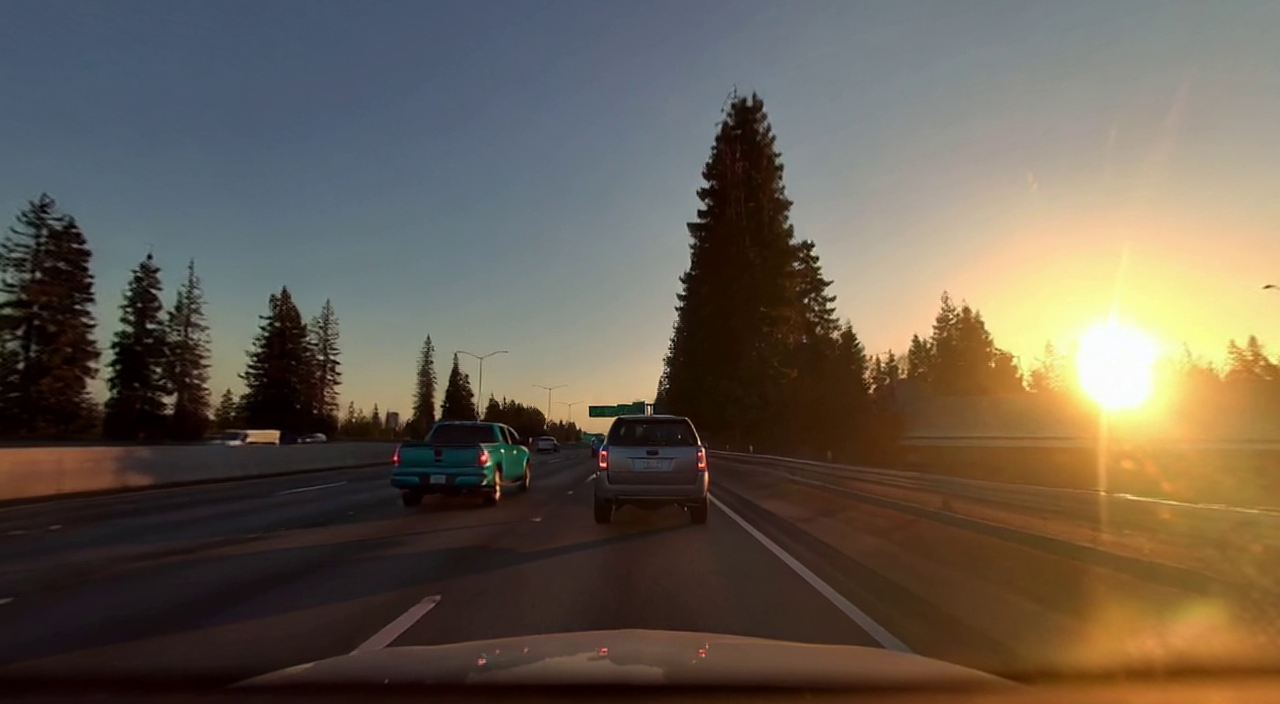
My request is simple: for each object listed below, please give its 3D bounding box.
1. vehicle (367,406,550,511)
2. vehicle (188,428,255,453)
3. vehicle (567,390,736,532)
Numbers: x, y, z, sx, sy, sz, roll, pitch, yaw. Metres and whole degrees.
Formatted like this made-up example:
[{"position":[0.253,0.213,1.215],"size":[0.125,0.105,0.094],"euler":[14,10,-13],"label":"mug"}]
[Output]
[{"position":[-3.820,2.409,14.693],"size":[2.486,1.962,5.525],"euler":[0,-8,2],"label":"vehicle"},{"position":[-24.747,5.249,37.401],"size":[1.502,1.396,3.402],"euler":[-1,-9,2],"label":"vehicle"},{"position":[0.160,1.908,11.450],"size":[2.395,2.013,4.734],"euler":[0,-8,0],"label":"vehicle"}]
